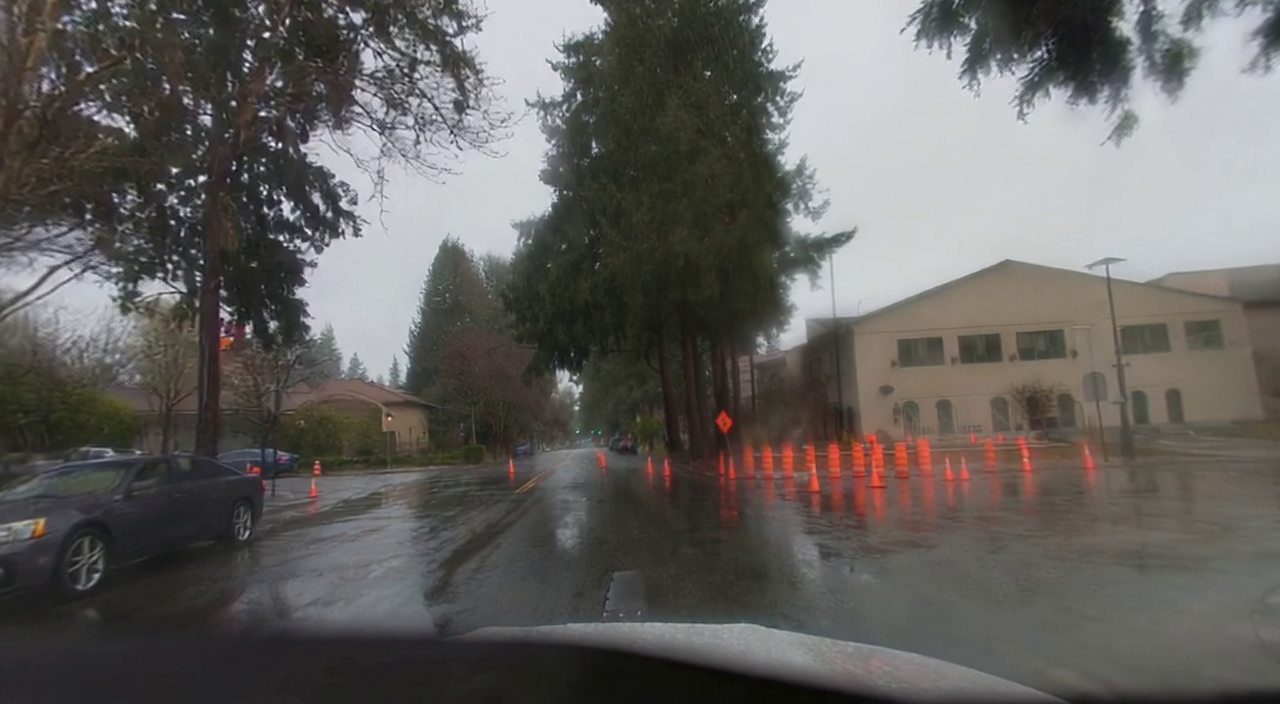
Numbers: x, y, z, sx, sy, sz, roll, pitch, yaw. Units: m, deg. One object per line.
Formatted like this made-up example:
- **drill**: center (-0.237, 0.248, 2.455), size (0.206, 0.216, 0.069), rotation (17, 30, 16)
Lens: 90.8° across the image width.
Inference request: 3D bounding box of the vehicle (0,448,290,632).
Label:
- **vehicle**: center (-7.596, 2.015, 7.558), size (2.961, 1.701, 7.563), rotation (1, -9, -4)
